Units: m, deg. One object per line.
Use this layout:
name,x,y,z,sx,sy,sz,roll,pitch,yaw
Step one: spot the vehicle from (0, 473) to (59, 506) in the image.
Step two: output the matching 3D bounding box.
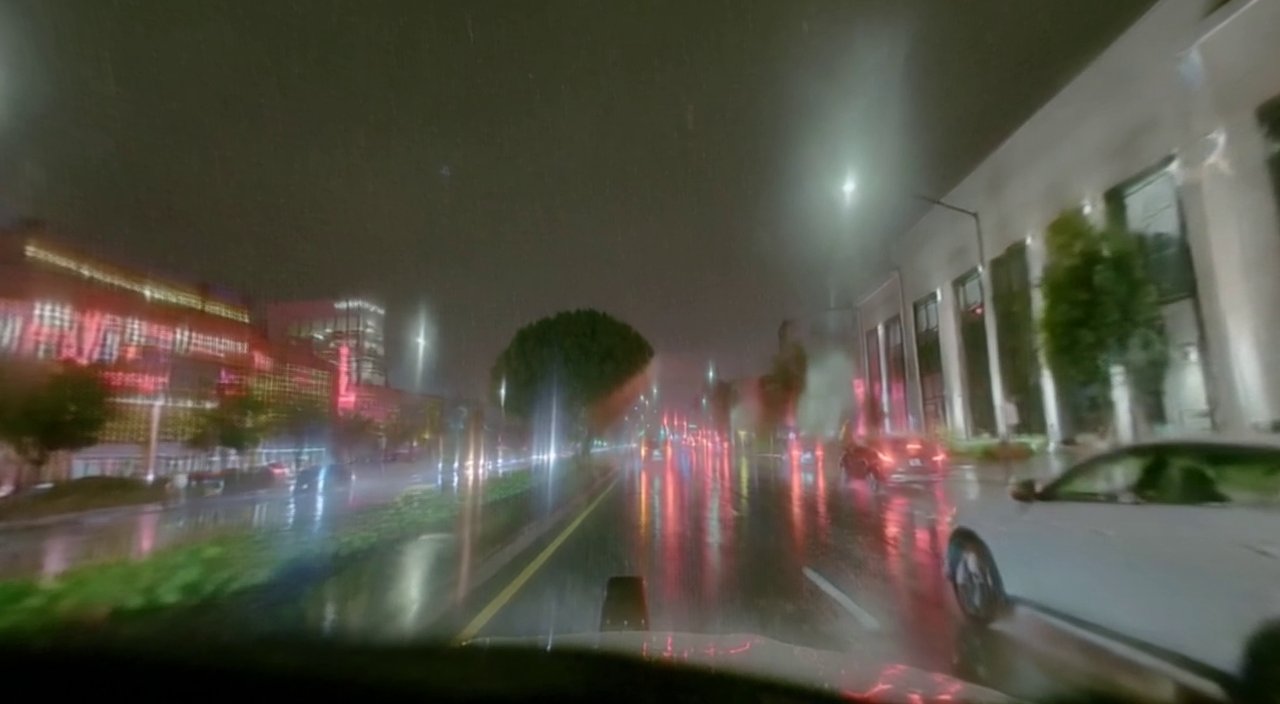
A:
vehicle,-38.408,8.471,38.240,4.432,1.505,1.984,-9,-8,1

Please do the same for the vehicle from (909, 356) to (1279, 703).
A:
vehicle,3.208,0.902,2.796,1.931,1.591,4.708,0,-8,0

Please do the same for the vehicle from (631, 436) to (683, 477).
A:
vehicle,0.711,4.598,28.051,2.125,1.669,3.880,0,-8,0

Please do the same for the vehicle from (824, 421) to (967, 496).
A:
vehicle,6.840,2.902,17.560,1.963,1.783,4.722,0,-8,0

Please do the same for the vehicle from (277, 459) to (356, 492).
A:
vehicle,-18.202,6.959,35.724,1.947,1.609,4.589,0,-8,1
